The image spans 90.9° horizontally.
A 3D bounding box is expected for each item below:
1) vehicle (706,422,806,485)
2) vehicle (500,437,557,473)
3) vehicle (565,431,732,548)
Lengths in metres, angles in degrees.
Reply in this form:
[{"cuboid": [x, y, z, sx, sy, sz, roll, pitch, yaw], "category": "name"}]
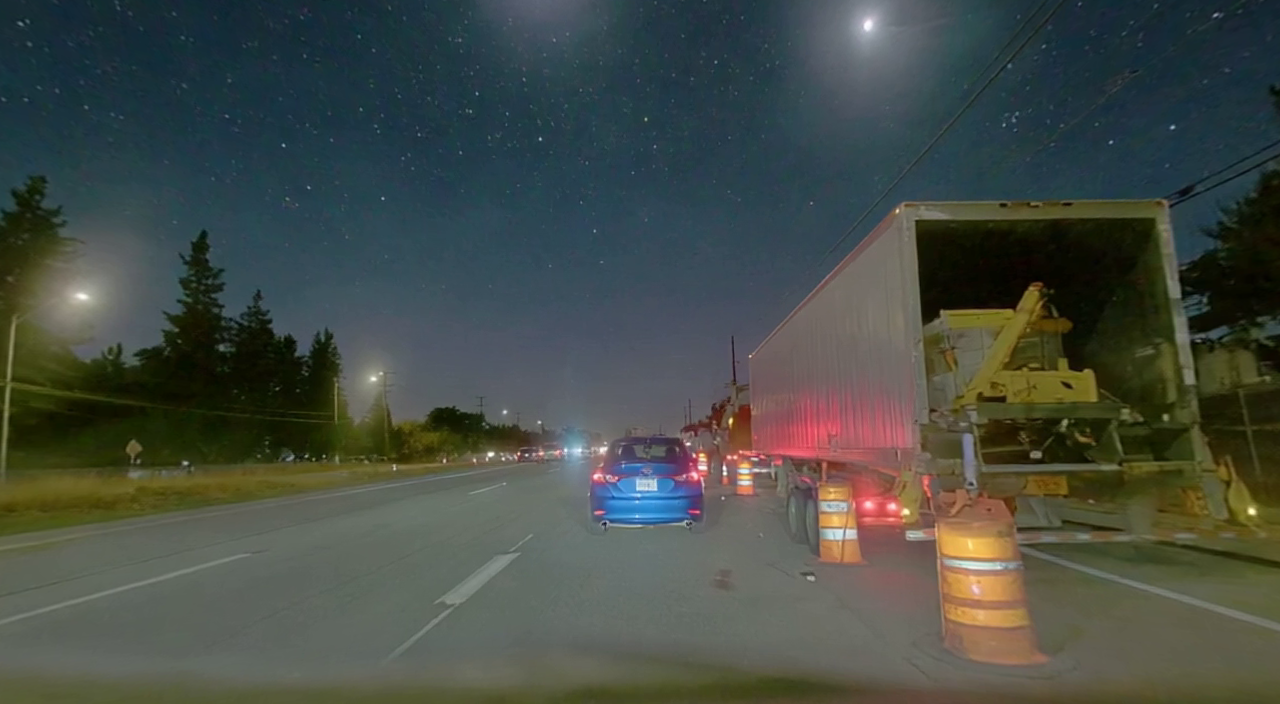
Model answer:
[{"cuboid": [4.038, 3.721, 23.394, 2.555, 2.017, 6.201, 0, -8, 0], "category": "vehicle"}, {"cuboid": [-5.639, 5.270, 32.467, 1.963, 1.721, 4.467, -1, -8, 2], "category": "vehicle"}, {"cuboid": [0.107, 2.083, 10.249, 2.128, 1.473, 4.272, 0, -8, 0], "category": "vehicle"}]
